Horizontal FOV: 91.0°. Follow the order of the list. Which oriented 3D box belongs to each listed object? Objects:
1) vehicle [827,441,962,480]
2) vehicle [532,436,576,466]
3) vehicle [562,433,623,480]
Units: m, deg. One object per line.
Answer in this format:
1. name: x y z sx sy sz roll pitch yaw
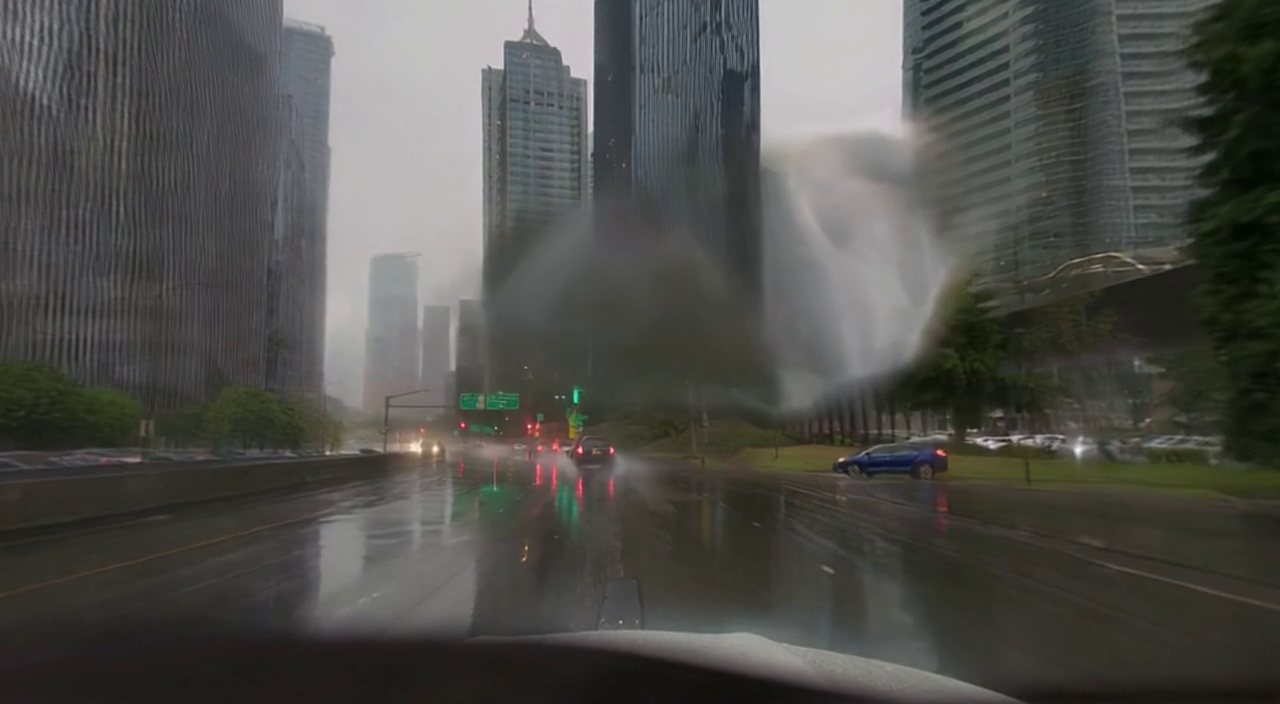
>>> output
1. vehicle: 10.295 4.419 25.819 4.645 1.505 2.100 -1 -8 5
2. vehicle: -5.374 6.089 38.993 2.121 1.728 4.161 2 -9 -15
3. vehicle: -1.865 4.064 24.818 2.183 1.675 4.319 1 -8 -4
